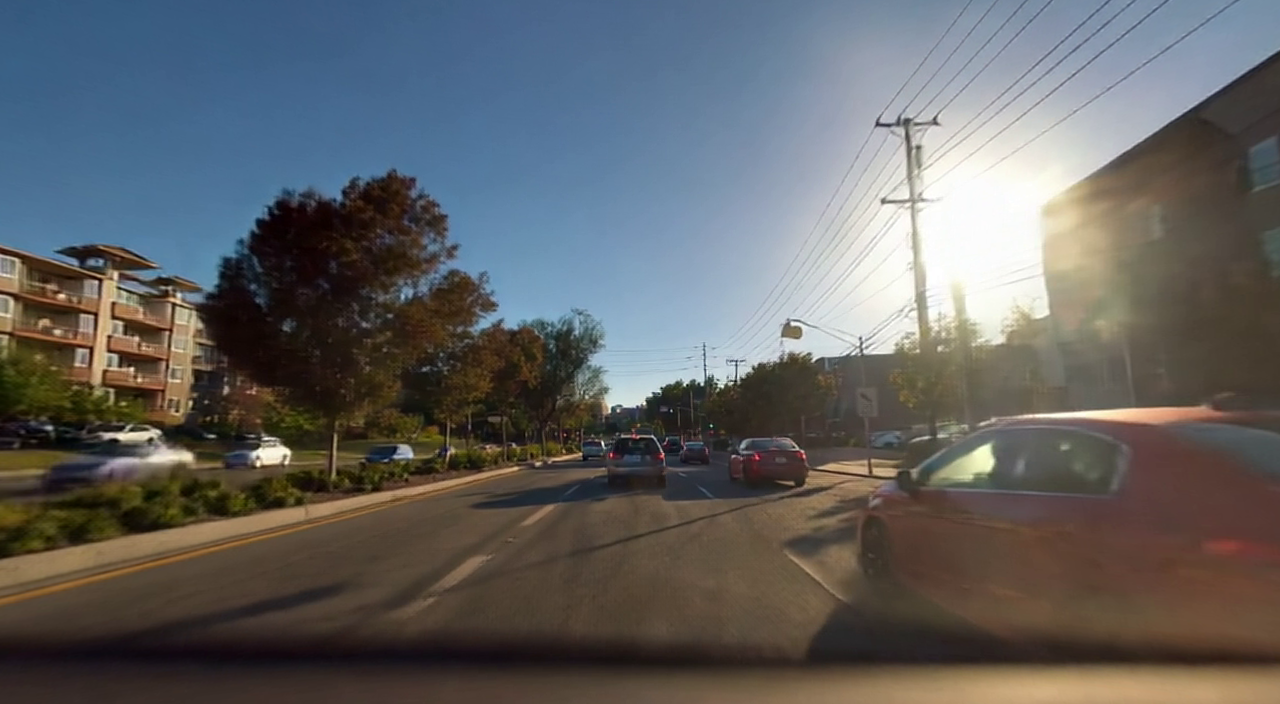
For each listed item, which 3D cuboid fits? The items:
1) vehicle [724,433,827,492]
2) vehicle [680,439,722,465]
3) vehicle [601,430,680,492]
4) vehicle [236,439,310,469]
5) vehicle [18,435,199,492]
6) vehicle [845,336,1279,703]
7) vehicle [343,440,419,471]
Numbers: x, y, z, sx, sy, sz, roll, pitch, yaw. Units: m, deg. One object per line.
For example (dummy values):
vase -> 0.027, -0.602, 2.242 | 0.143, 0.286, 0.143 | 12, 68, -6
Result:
vehicle -> 3.871, 3.267, 18.965 | 2.086, 1.534, 4.351 | 0, -9, -1
vehicle -> 3.658, 6.116, 38.777 | 2.054, 1.461, 4.321 | 0, -9, -1
vehicle -> -0.007, 3.191, 18.713 | 2.073, 1.606, 3.933 | 0, -9, -1
vehicle -> -22.361, 6.233, 38.715 | 1.923, 1.672, 4.303 | 0, -9, 1
vehicle -> -17.037, 3.596, 20.662 | 1.905, 1.634, 4.617 | 0, -9, 0
vehicle -> 3.111, 1.041, 3.722 | 2.123, 1.657, 4.719 | 0, -9, -1
vehicle -> -13.928, 5.594, 34.316 | 1.951, 1.538, 4.940 | 0, -9, 1
